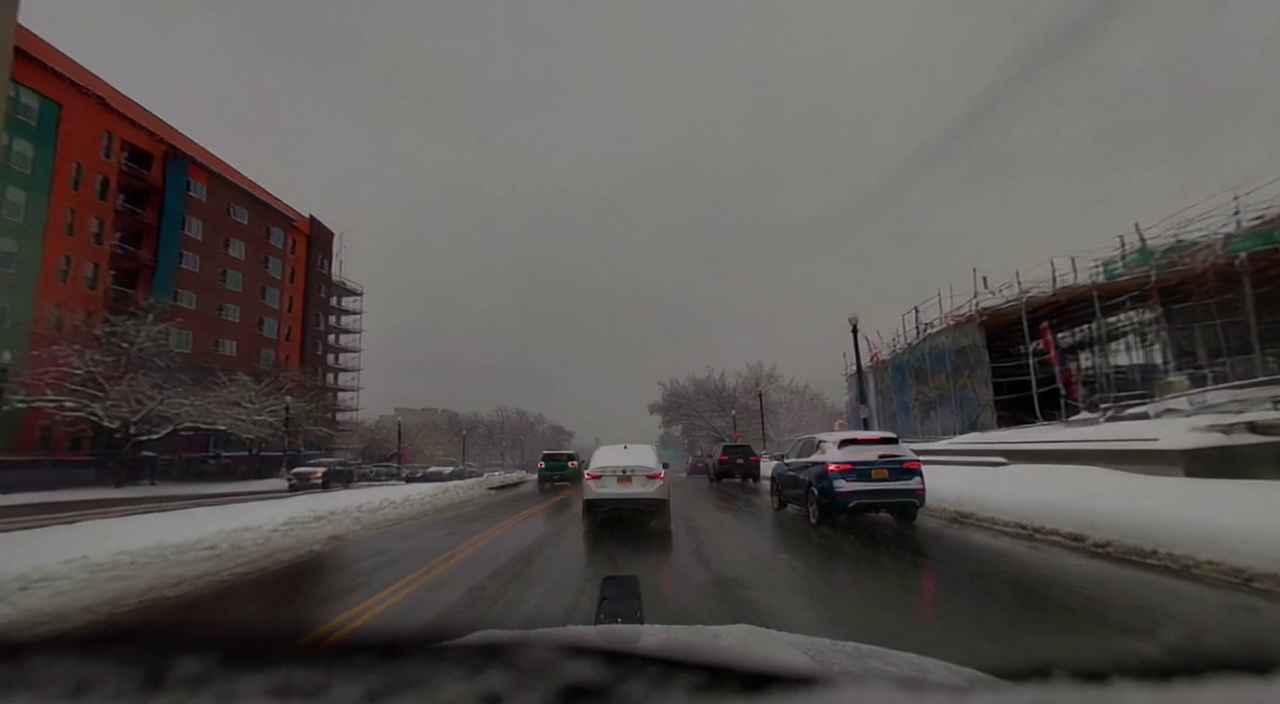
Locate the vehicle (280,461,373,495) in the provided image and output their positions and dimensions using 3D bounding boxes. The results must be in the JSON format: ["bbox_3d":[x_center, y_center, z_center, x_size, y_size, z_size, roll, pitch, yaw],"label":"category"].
[{"bbox_3d":[-15.707,6.323,31.999,2.078,1.496,4.769,-1,-8,3],"label":"vehicle"}]

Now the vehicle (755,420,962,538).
[{"bbox_3d":[3.827,2.319,12.250,2.185,1.797,4.934,0,-8,-1],"label":"vehicle"}]

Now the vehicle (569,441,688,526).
[{"bbox_3d":[-0.161,2.674,13.438,2.131,1.496,4.193,0,-8,1],"label":"vehicle"}]

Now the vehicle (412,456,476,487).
[{"bbox_3d":[-11.919,7.268,38.707,2.202,1.714,4.509,-1,-8,4],"label":"vehicle"}]

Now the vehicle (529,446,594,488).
[{"bbox_3d":[-3.434,5.144,28.617,2.201,1.691,4.305,-1,-8,3],"label":"vehicle"}]

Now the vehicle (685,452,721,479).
[{"bbox_3d":[4.196,7.646,42.661,2.115,1.636,4.104,0,-8,2],"label":"vehicle"}]

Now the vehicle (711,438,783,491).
[{"bbox_3d":[4.166,4.452,25.485,2.124,1.896,4.914,0,-8,1],"label":"vehicle"}]
